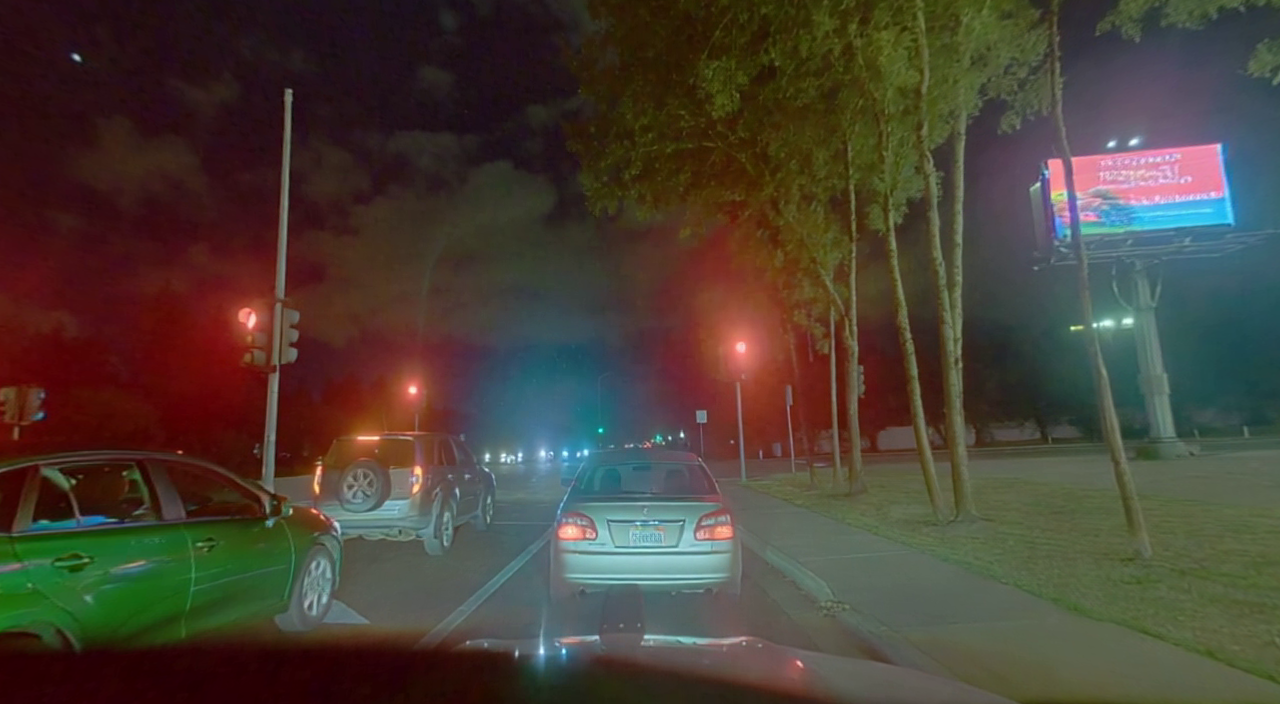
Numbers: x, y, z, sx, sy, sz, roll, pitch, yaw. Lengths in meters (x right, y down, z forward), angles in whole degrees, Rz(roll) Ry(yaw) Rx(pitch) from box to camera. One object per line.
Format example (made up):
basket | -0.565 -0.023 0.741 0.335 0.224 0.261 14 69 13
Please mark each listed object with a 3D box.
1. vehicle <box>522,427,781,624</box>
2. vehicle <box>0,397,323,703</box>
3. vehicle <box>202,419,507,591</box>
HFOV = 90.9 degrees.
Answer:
vehicle | 0.022 1.597 6.633 1.977 1.467 3.474 0 -9 -2
vehicle | -3.155 0.964 2.418 1.808 1.520 3.846 -1 -9 1
vehicle | -3.184 1.790 8.160 1.950 1.628 4.082 -1 -9 1
